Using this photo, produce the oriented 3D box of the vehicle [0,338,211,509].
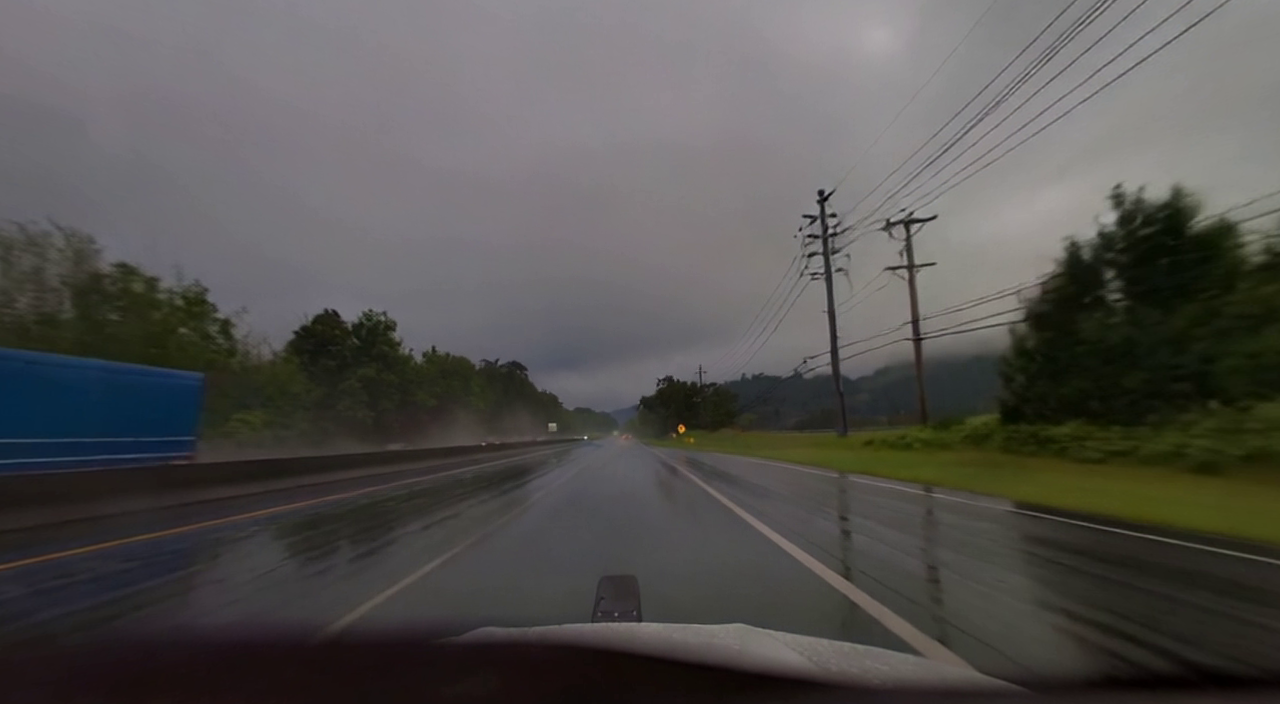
[{"bbox_3d":[-17.368,1.941,16.601,2.873,4.208,13.588,-1,-8,-1],"label":"vehicle"}]
